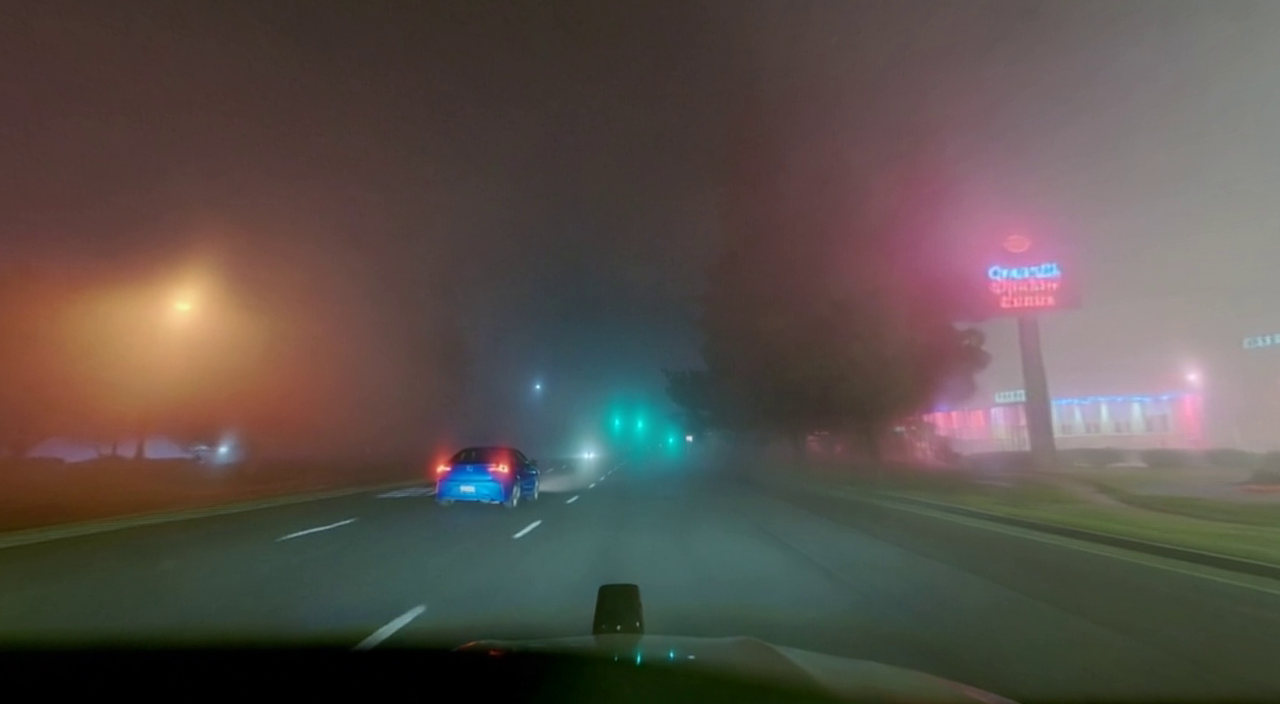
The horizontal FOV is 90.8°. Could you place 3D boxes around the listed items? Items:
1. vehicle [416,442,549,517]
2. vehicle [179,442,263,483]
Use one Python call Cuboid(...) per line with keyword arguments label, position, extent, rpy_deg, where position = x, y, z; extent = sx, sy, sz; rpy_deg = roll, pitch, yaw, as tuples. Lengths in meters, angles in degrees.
Cuboid(label="vehicle", position=(-3.448, 2.880, 14.747), extent=(2.005, 1.477, 4.169), rpy_deg=(0, -9, 0))
Cuboid(label="vehicle", position=(-26.175, 6.911, 39.587), extent=(3.358, 2.439, 2.686), rpy_deg=(1, -9, -7))
